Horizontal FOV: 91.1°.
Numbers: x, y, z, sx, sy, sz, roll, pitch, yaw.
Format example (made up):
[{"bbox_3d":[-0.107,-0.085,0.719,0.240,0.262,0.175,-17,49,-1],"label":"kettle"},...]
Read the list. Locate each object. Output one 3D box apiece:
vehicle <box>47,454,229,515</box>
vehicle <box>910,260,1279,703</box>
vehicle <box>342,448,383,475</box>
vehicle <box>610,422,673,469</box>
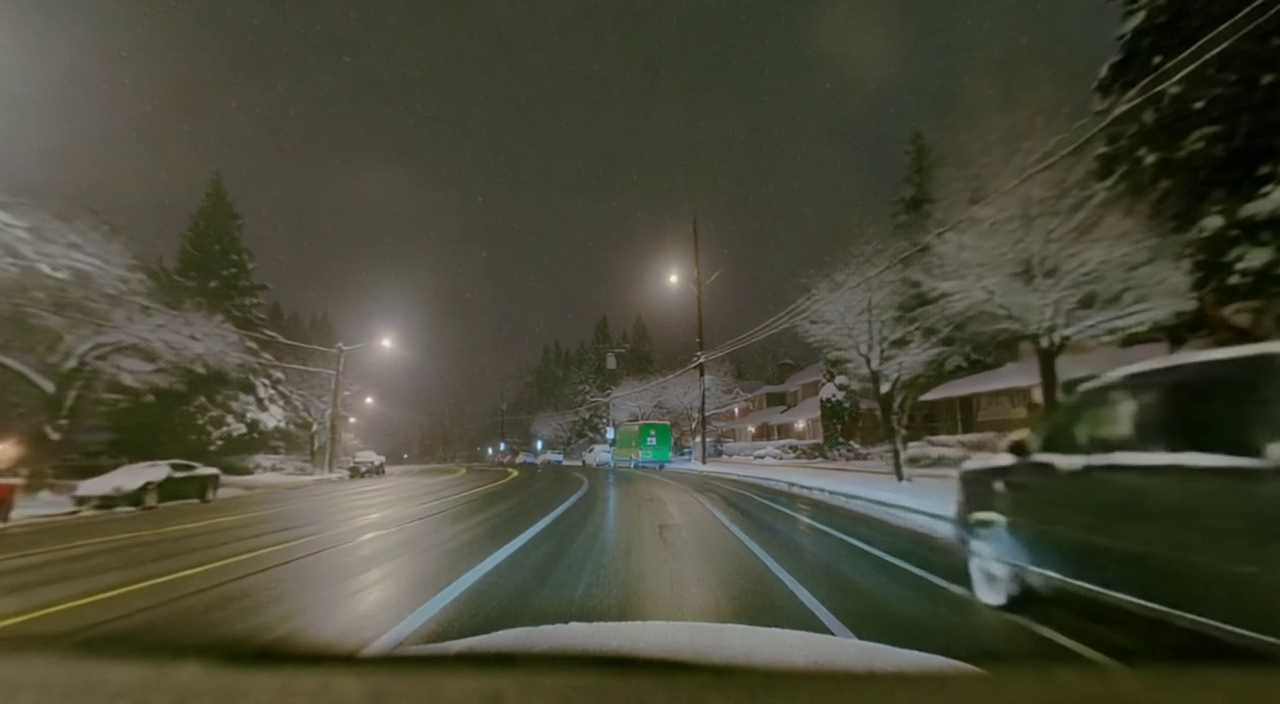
[{"bbox_3d":[-15.027,3.941,19.215,1.934,1.480,4.510,-2,-8,-1],"label":"vehicle"},{"bbox_3d":[4.067,0.738,3.036,2.505,2.192,6.181,0,-9,-3],"label":"vehicle"},{"bbox_3d":[-19.617,7.724,44.474,1.976,1.797,4.249,2,-9,-15],"label":"vehicle"},{"bbox_3d":[-0.076,7.228,48.711,2.918,3.319,7.595,2,-9,-15],"label":"vehicle"}]
